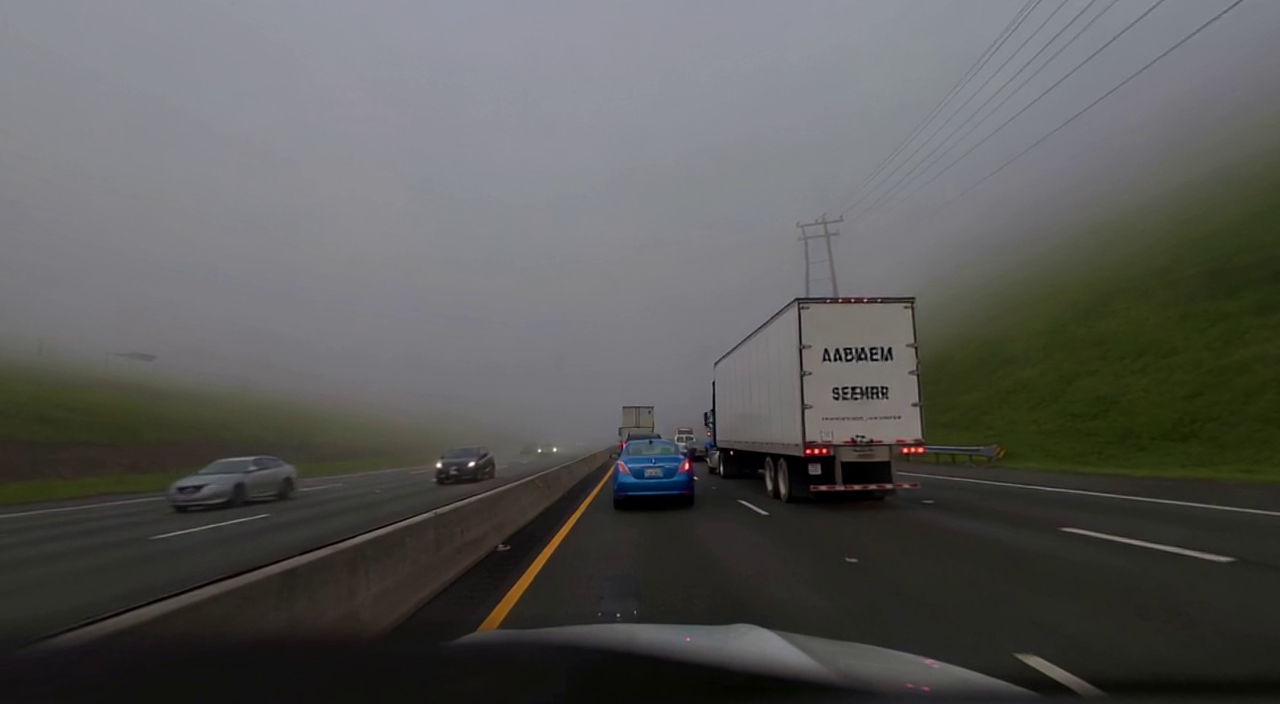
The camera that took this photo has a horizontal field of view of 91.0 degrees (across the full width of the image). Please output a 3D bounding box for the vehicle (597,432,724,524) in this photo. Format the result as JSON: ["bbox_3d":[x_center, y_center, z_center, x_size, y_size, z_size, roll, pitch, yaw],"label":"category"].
[{"bbox_3d":[0.293,2.291,12.037,2.045,1.446,3.597,0,-8,-1],"label":"vehicle"}]

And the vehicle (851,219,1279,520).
[{"bbox_3d":[8.679,1.038,14.777,2.845,4.146,12.401,0,-8,-1],"label":"vehicle"}]

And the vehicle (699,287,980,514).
[{"bbox_3d":[4.220,1.813,18.435,3.138,4.065,14.276,0,-8,-2],"label":"vehicle"}]

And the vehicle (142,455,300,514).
[{"bbox_3d":[-12.377,3.908,19.001,1.918,1.457,4.106,-1,-8,1],"label":"vehicle"}]

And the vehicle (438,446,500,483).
[{"bbox_3d":[-8.049,5.303,29.988,1.926,1.606,3.853,-1,-8,-1],"label":"vehicle"}]
